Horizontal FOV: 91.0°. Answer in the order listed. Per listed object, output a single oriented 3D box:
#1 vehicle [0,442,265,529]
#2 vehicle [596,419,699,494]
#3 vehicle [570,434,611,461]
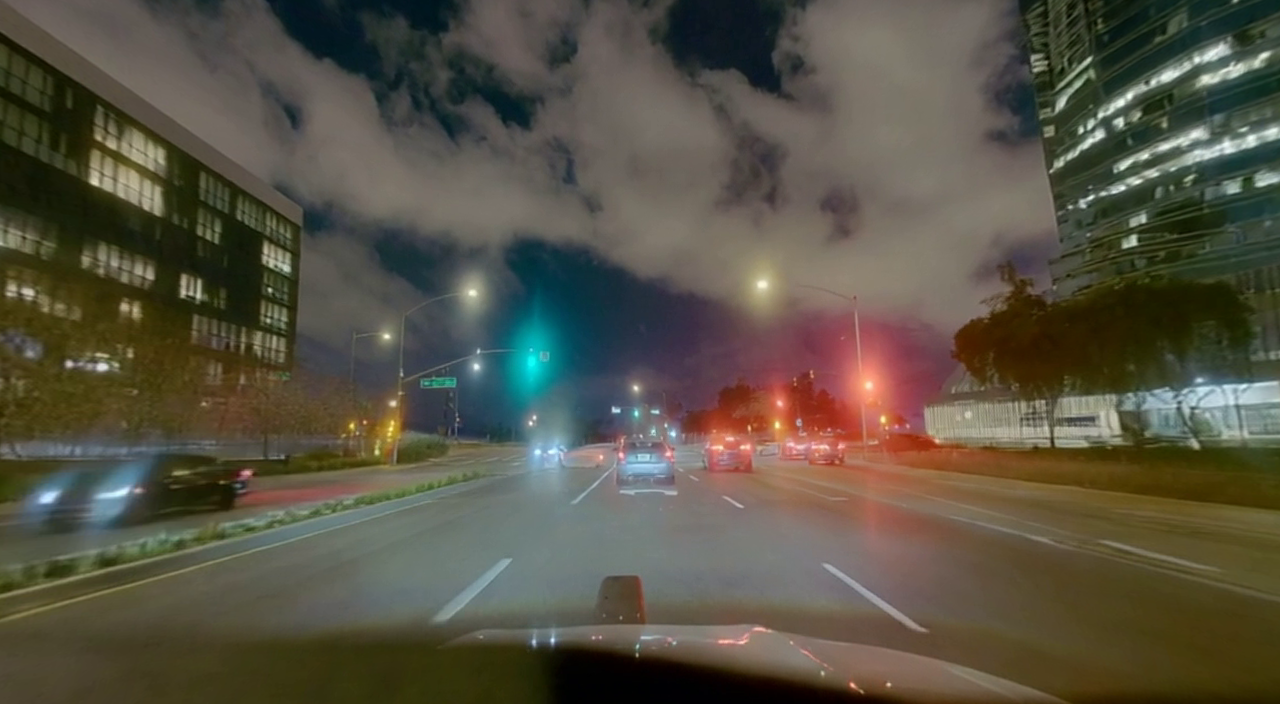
[{"bbox_3d":[-10.636,2.763,13.697,1.967,1.552,4.536,0,-9,3],"label":"vehicle"},{"bbox_3d":[0.202,2.973,18.180,2.601,1.878,4.535,0,-9,0],"label":"vehicle"},{"bbox_3d":[-3.031,5.981,39.476,2.103,1.569,3.861,0,-9,2],"label":"vehicle"}]
